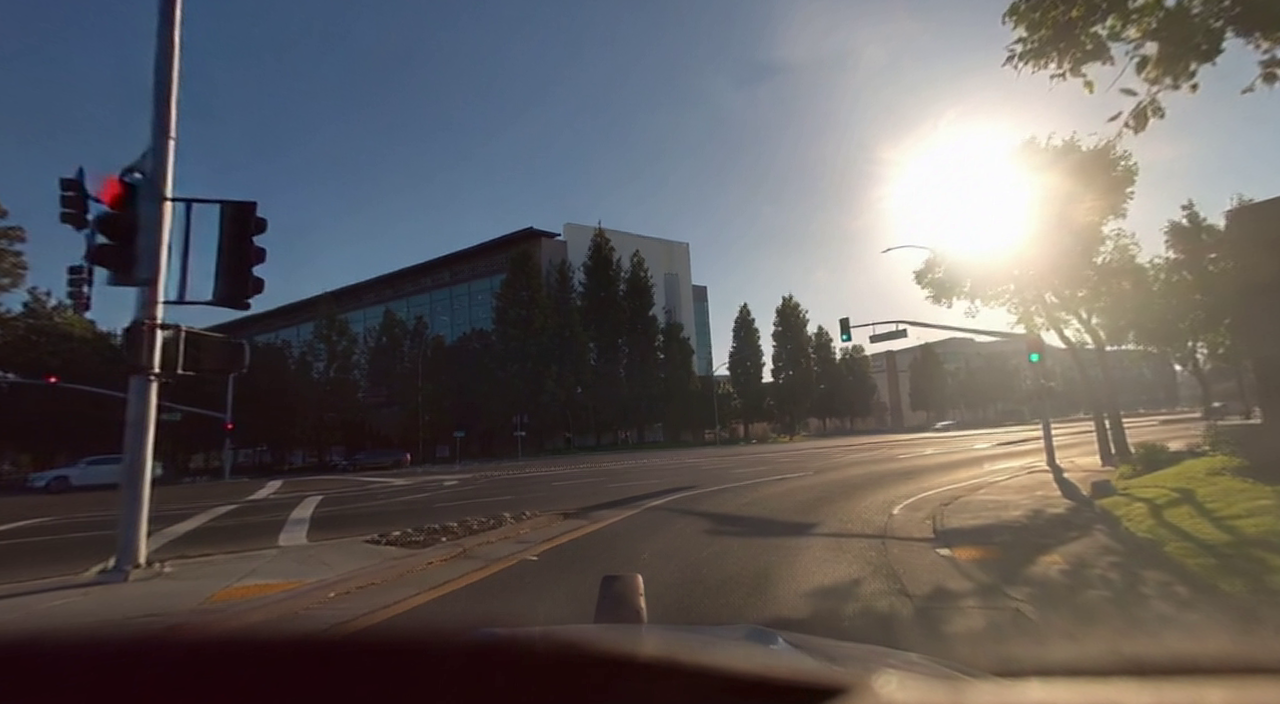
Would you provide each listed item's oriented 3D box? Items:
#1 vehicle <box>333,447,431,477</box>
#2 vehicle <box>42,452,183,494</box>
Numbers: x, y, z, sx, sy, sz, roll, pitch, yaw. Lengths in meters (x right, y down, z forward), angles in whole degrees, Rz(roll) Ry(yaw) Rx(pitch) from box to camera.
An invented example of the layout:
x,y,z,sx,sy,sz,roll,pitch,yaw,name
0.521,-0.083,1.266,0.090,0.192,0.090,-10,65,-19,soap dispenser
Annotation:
x,y,z,sx,sy,sz,roll,pitch,yaw,name
-13.901,5.905,34.085,1.811,1.444,4.527,-9,-12,44,vehicle
-24.800,5.630,29.732,4.782,1.776,2.118,8,-12,-44,vehicle
